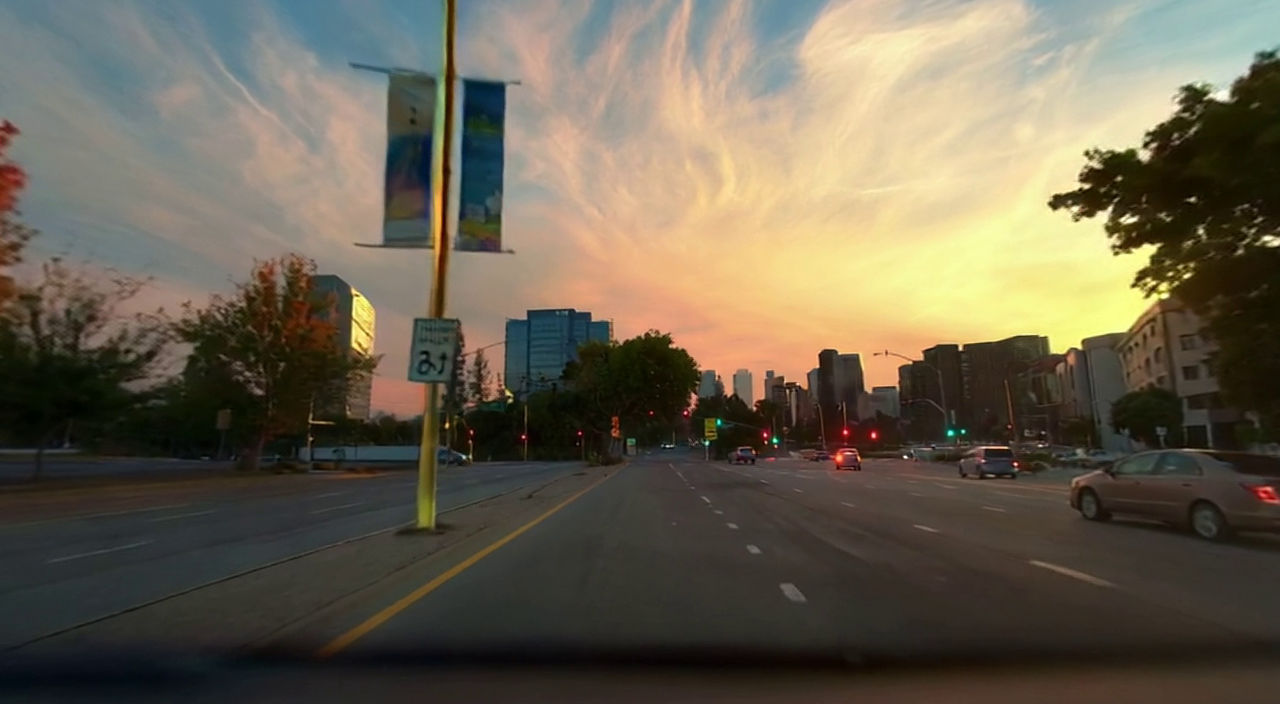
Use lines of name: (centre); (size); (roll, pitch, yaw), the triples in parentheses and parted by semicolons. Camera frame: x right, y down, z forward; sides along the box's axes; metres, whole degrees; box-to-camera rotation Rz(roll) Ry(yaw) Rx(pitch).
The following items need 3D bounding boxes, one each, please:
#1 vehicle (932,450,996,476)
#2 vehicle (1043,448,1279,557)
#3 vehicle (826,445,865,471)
vehicle: (20.975, 7.205, 41.139); (1.896, 1.524, 4.562); (0, -8, 3)
vehicle: (9.614, 2.491, 11.269); (1.933, 1.500, 4.458); (0, -8, 1)
vehicle: (15.380, 7.911, 47.531); (1.951, 1.843, 4.335); (-1, -8, 7)
